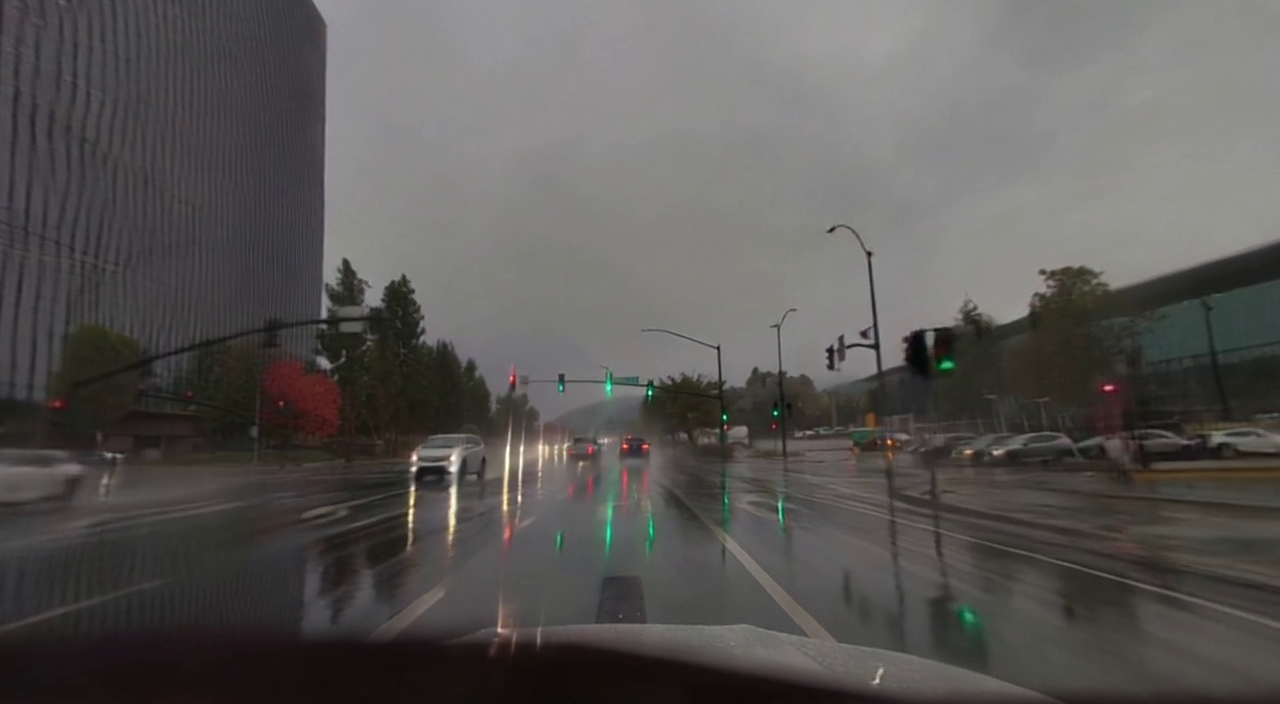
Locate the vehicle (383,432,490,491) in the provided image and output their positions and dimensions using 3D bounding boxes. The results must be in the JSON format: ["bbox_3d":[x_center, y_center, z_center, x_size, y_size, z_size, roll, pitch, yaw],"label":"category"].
[{"bbox_3d":[-6.340,3.452,20.261,1.937,1.659,4.259,0,-8,1],"label":"vehicle"}]

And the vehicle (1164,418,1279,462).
[{"bbox_3d":[29.271,4.211,30.480,5.696,1.795,1.856,-5,-7,15],"label":"vehicle"}]

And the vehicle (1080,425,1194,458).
[{"bbox_3d":[27.234,4.932,34.805,4.424,1.713,1.887,-2,-8,16],"label":"vehicle"}]

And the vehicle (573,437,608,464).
[{"bbox_3d":[-3.419,6.940,44.580,2.001,1.784,4.483,0,-8,1],"label":"vehicle"}]

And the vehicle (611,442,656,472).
[{"bbox_3d":[-0.334,5.153,31.252,2.050,1.385,4.096,0,-8,-1],"label":"vehicle"}]

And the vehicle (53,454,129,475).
[{"bbox_3d":[-41.468,8.497,47.696,4.723,1.482,1.954,-3,-10,17],"label":"vehicle"}]

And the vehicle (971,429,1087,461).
[{"bbox_3d":[20.356,4.915,33.281,4.778,1.588,1.822,-3,-9,17],"label":"vehicle"}]
